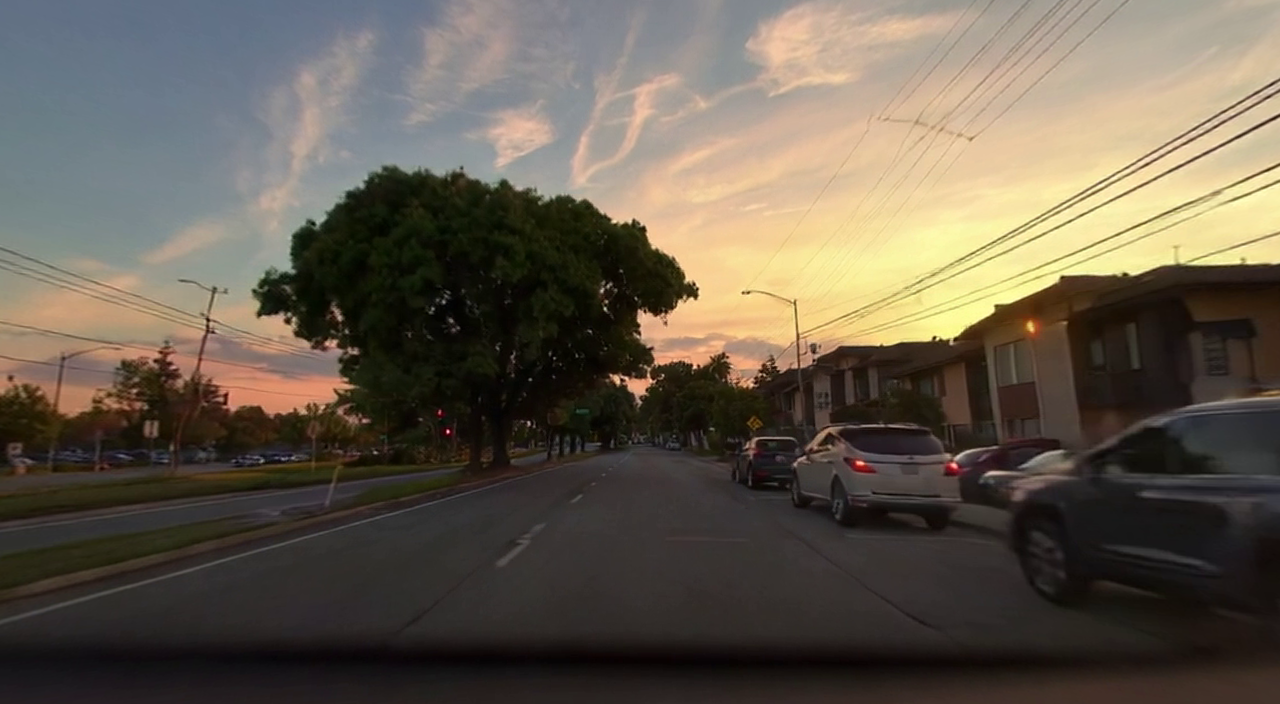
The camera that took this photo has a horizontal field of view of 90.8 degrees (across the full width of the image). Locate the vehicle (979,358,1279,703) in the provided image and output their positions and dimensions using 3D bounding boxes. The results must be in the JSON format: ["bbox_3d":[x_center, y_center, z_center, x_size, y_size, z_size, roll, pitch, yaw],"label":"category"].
[{"bbox_3d":[4.183,1.018,3.775,1.936,1.778,4.378,0,-8,1],"label":"vehicle"}]

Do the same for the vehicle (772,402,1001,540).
[{"bbox_3d":[4.043,2.061,11.567,2.056,1.941,4.955,0,-8,-2],"label":"vehicle"}]
